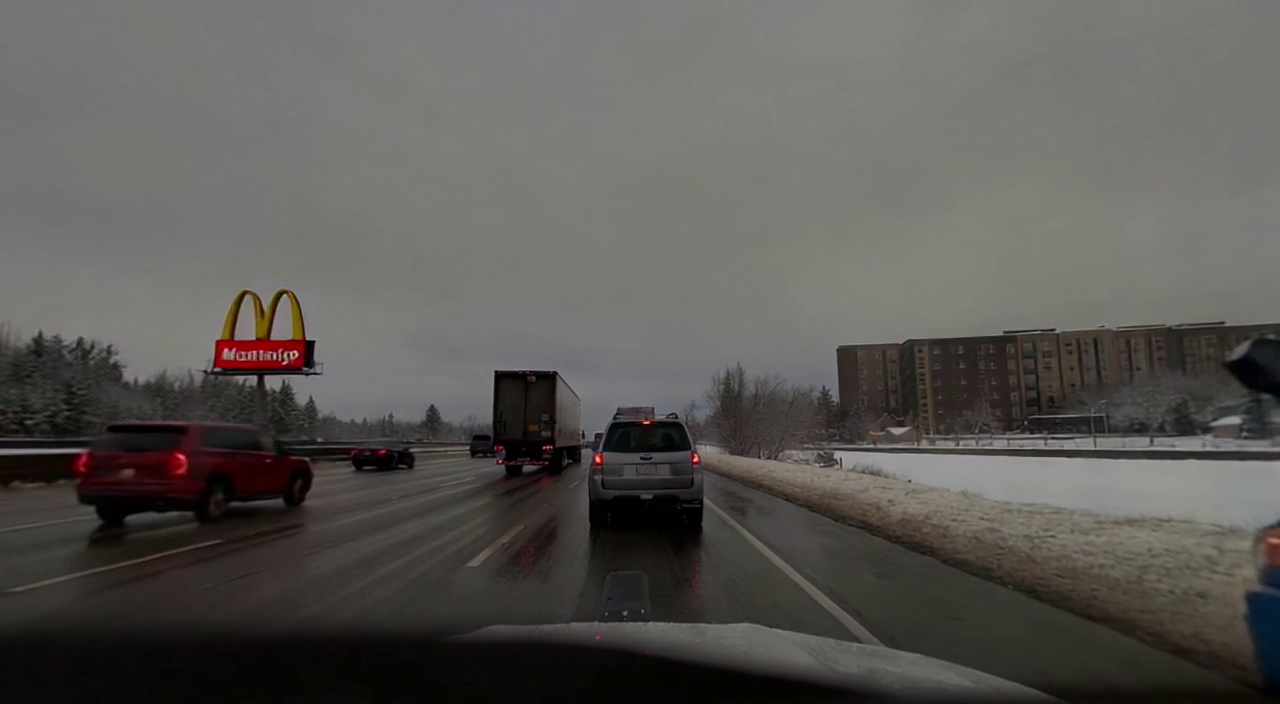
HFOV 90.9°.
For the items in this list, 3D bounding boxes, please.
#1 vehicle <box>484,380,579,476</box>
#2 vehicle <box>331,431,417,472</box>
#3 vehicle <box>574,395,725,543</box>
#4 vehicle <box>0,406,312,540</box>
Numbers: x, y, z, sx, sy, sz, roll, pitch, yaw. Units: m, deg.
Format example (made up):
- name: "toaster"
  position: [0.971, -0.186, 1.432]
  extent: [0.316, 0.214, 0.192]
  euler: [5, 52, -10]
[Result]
- name: "vehicle"
  position: [-4.379, 3.407, 27.370]
  extent: [2.814, 3.513, 8.529]
  euler: [0, -9, -2]
- name: "vehicle"
  position: [-11.893, 4.491, 28.574]
  extent: [1.915, 1.710, 4.670]
  euler: [0, -9, -1]
- name: "vehicle"
  position: [0.072, 1.824, 10.264]
  extent: [1.947, 1.910, 4.040]
  euler: [0, -9, -2]
- name: "vehicle"
  position: [-7.447, 1.904, 10.400]
  extent: [1.854, 1.740, 4.151]
  euler: [0, -9, -1]
